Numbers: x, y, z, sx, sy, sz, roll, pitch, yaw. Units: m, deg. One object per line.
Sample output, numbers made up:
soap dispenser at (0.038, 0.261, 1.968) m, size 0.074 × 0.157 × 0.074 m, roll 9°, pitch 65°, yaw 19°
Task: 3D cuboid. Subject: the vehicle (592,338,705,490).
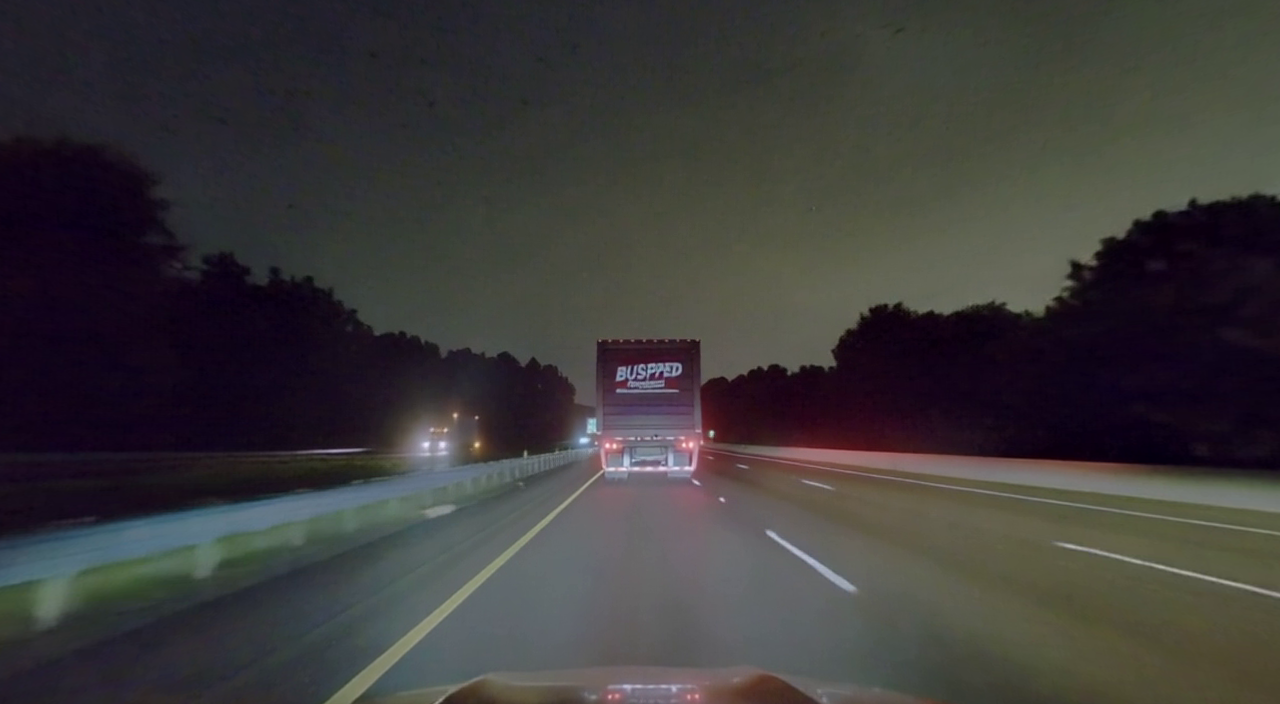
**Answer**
vehicle at (0.152, 2.173, 20.561) m, size 2.870 × 3.911 × 8.697 m, roll 0°, pitch -8°, yaw -1°
